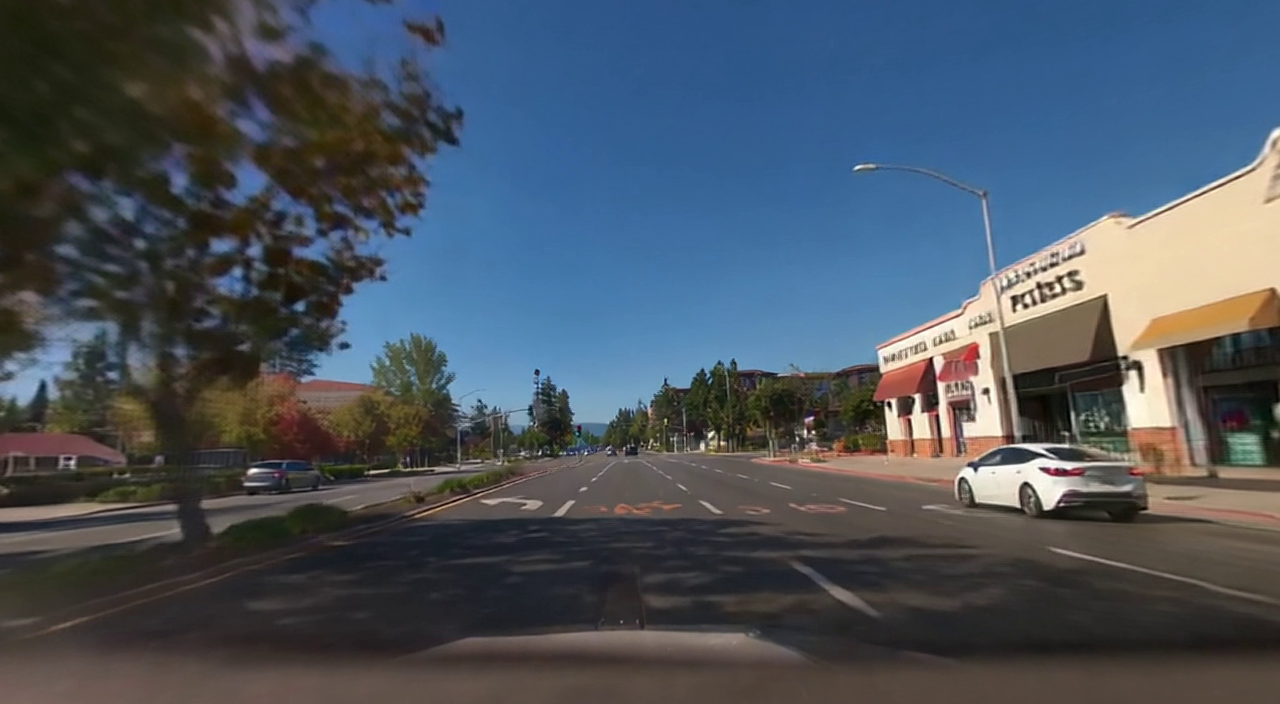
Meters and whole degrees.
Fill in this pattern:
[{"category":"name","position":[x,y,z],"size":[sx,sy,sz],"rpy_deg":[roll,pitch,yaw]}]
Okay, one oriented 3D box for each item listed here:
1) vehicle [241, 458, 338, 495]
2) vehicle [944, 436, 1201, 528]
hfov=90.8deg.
[{"category":"vehicle","position":[-16.013,5.621,28.809],"size":[4.523,1.494,1.857],"rpy_deg":[-6,-10,32]},{"category":"vehicle","position":[8.018,2.422,12.359],"size":[1.936,1.460,4.258],"rpy_deg":[0,-9,-1]}]
